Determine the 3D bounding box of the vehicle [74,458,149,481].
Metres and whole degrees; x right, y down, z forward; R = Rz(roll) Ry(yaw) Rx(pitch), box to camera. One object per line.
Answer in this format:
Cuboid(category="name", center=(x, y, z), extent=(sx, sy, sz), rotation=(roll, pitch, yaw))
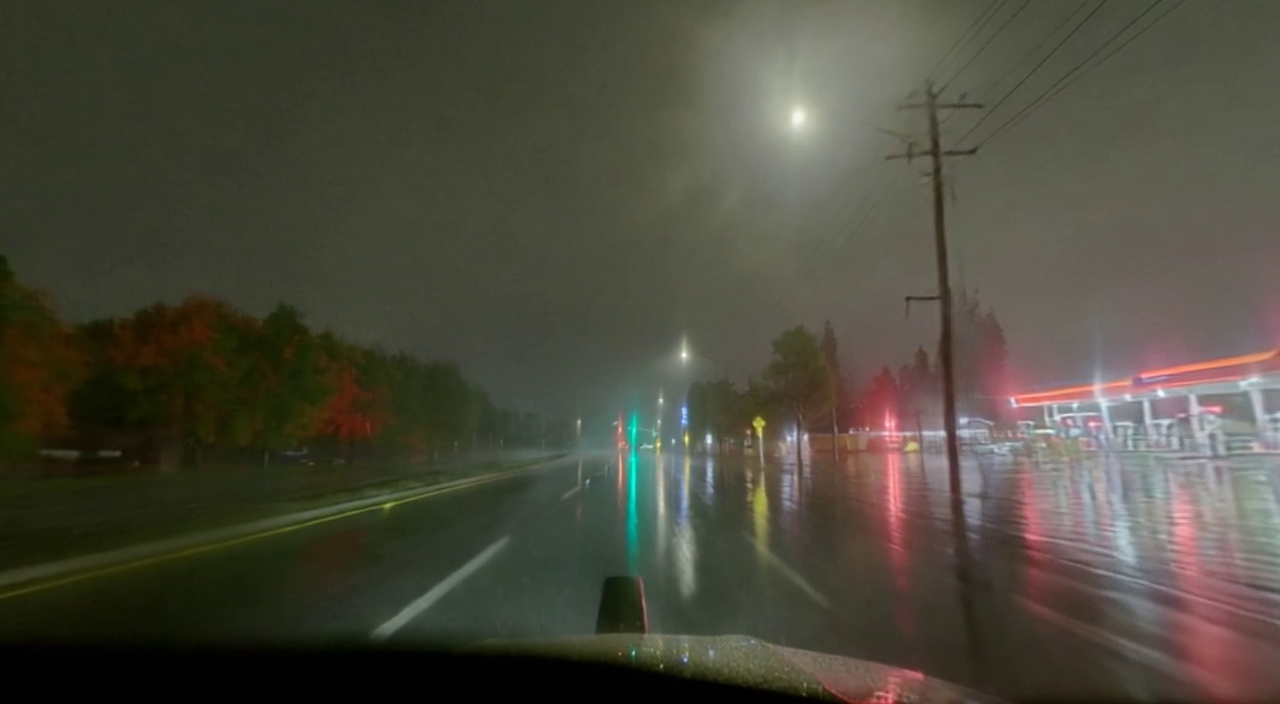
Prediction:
Cuboid(category="vehicle", center=(-40.013, 8.871, 47.831), extent=(4.266, 1.505, 1.835), rotation=(-2, -7, 6))
